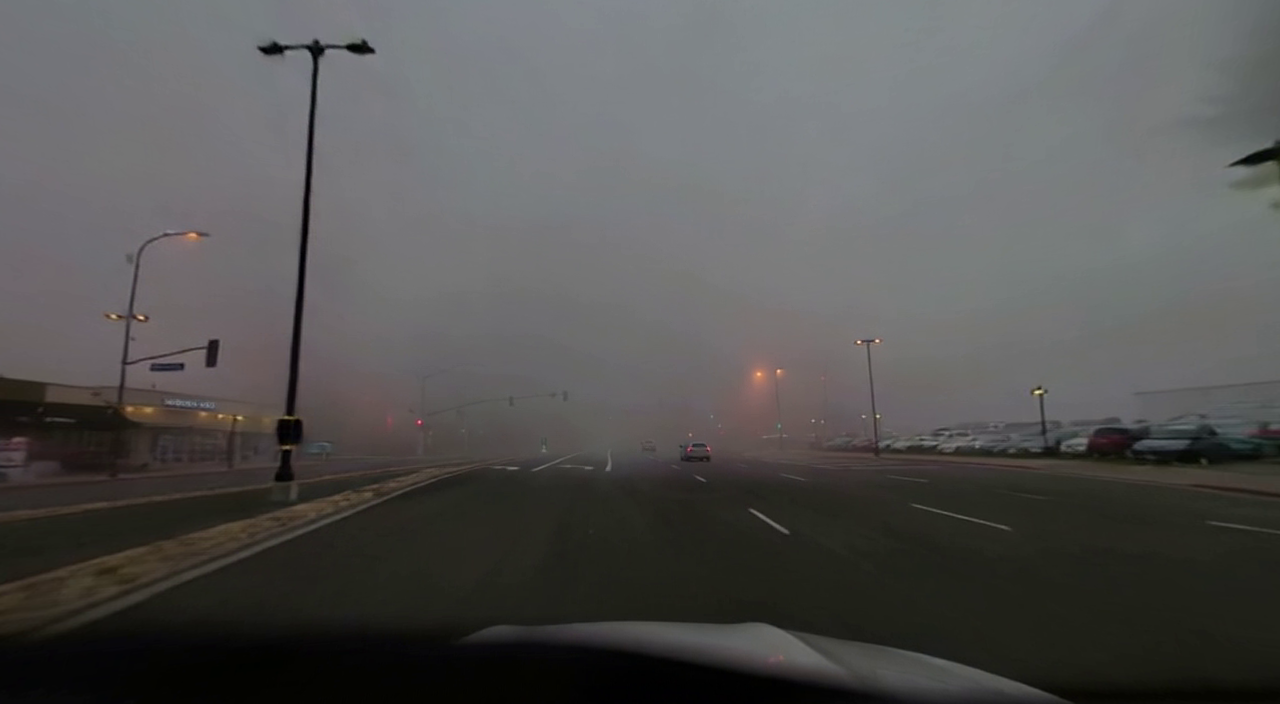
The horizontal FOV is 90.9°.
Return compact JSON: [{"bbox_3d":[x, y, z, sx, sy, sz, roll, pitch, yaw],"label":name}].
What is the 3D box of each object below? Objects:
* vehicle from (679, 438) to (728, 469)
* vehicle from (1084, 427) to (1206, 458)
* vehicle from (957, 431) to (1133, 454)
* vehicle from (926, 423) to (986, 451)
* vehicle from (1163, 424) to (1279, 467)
[{"bbox_3d":[3.314,5.408,33.831,2.038,1.528,4.259,0,-8,-2],"label":"vehicle"},{"bbox_3d":[26.181,4.704,32.754,4.726,1.515,1.914,0,-8,-2],"label":"vehicle"},{"bbox_3d":[25.562,5.861,40.838,2.870,1.165,10.713,-1,-8,-12],"label":"vehicle"},{"bbox_3d":[24.692,6.687,49.544,2.340,2.048,6.148,-1,-8,8],"label":"vehicle"},{"bbox_3d":[25.911,4.060,27.567,4.544,1.474,1.772,-3,-7,-5],"label":"vehicle"}]
